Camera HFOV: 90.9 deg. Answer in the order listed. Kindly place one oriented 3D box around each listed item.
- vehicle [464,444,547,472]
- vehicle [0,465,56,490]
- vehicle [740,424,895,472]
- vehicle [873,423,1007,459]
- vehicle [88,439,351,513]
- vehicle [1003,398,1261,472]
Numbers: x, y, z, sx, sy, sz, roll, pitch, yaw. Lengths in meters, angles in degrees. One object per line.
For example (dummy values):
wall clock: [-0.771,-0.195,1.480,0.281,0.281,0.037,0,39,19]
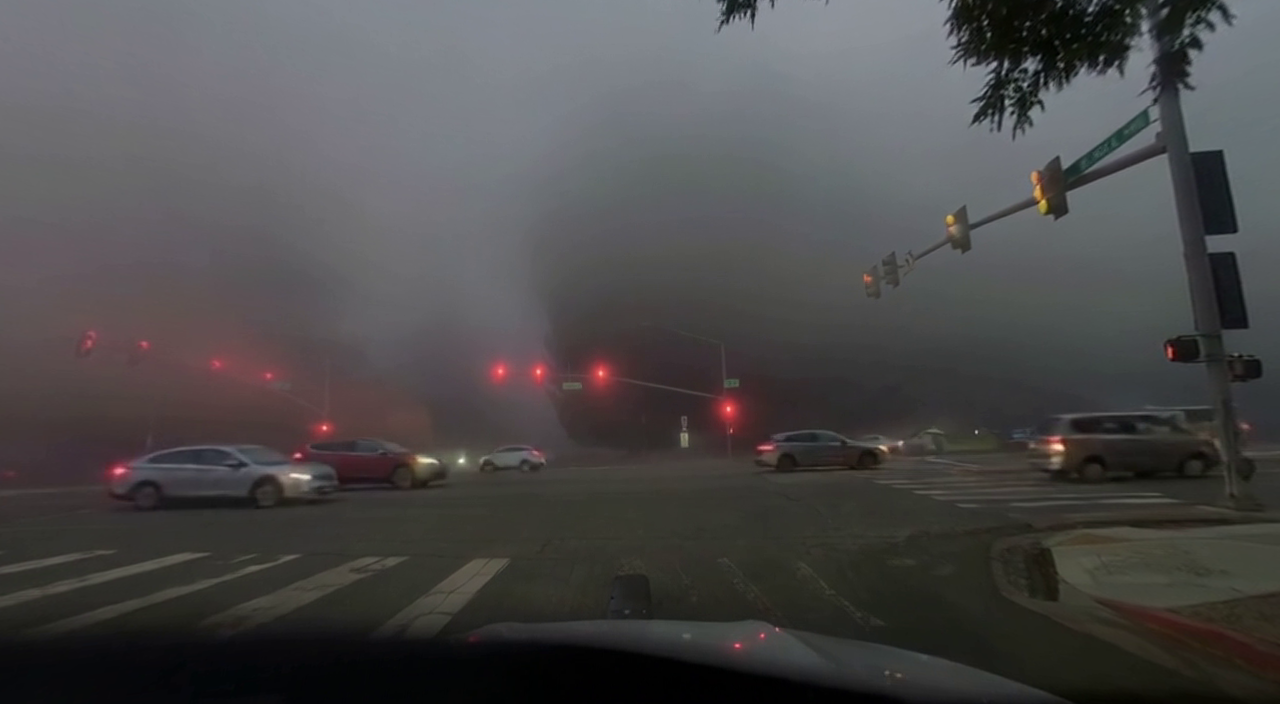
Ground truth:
vehicle: [-7.816,6.172,36.833,4.397,1.582,1.820,-1,-9,6]
vehicle: [-40.513,8.021,40.201,4.785,1.472,1.799,-1,-9,4]
vehicle: [5.705,3.169,20.780,4.606,1.479,1.821,-1,-9,6]
vehicle: [13.035,3.915,27.650,4.906,1.485,1.857,-1,-9,7]
vehicle: [-9.403,2.775,14.317,4.808,1.517,1.806,-1,-9,6]
vehicle: [12.434,2.178,16.284,4.673,1.740,2.150,-1,-9,6]
